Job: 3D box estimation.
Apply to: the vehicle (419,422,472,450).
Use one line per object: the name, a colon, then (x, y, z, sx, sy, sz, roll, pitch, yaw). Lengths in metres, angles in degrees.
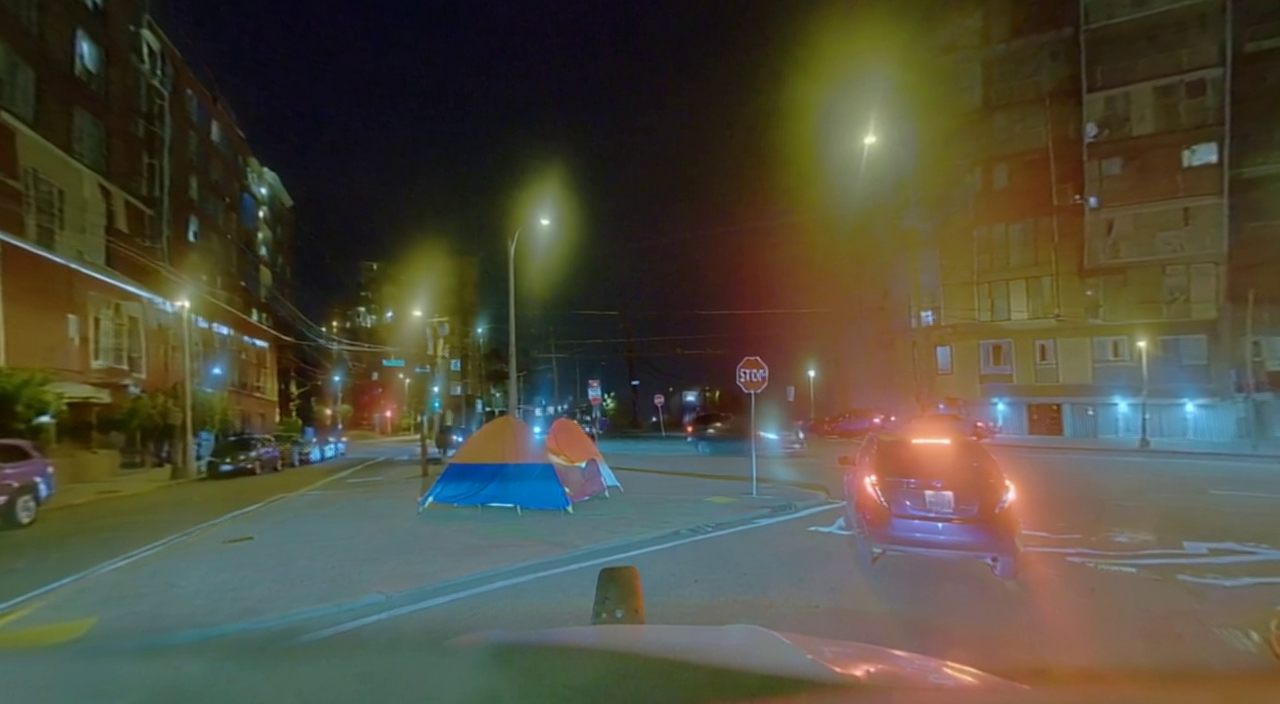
vehicle: (-13.088, 5.659, 42.357, 1.870, 1.724, 4.320, 6, -11, -38)

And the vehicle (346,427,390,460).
vehicle: (-15.522, 5.256, 36.238, 1.987, 1.686, 3.971, 0, -8, -19)

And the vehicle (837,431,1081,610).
vehicle: (4.303, 1.894, 8.174, 1.945, 1.647, 4.160, -7, -10, 37)

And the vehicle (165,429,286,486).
vehicle: (-14.988, 3.822, 23.255, 2.054, 1.800, 5.212, 2, -9, -15)

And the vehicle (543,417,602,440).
vehicle: (-4.867, 5.487, 45.117, 2.089, 1.506, 4.641, 6, -10, -37)

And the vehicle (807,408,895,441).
vehicle: (11.632, 4.081, 35.058, 1.805, 1.694, 4.214, 7, -11, -39)

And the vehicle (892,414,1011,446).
vehicle: (15.116, 3.852, 30.875, 1.824, 1.414, 4.820, 7, -11, -41)

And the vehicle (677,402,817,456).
vehicle: (4.286, 3.229, 26.290, 2.152, 1.970, 5.506, 4, -9, -41)

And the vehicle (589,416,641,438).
vehicle: (-1.903, 5.643, 47.095, 1.768, 1.492, 4.090, 6, -11, -38)
